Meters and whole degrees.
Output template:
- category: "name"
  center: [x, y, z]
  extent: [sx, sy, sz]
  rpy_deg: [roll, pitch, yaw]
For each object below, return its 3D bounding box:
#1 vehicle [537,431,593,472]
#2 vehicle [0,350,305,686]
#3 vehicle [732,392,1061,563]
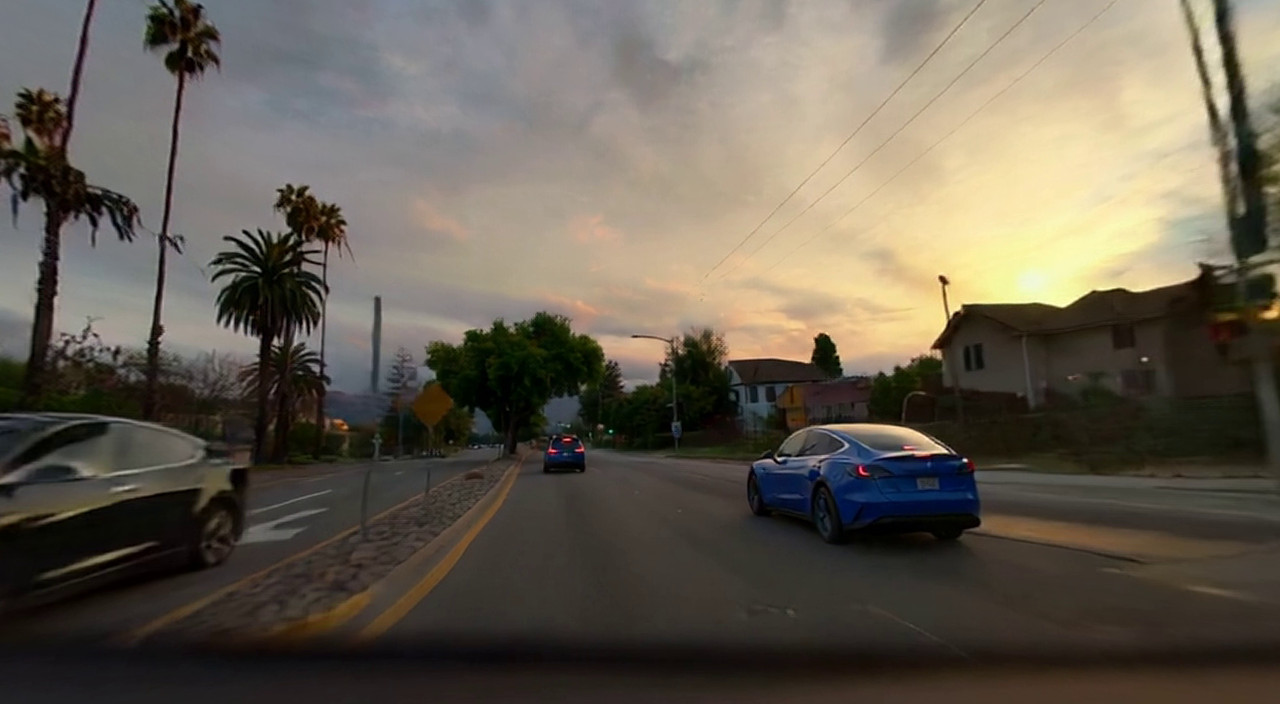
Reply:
- category: "vehicle"
  center: [-3.539, 4.597, 29.256]
  extent: [2.341, 1.709, 4.466]
  rpy_deg: [1, -9, -10]
- category: "vehicle"
  center: [-5.014, 1.203, 5.159]
  extent: [2.283, 1.878, 5.384]
  rpy_deg: [1, -9, -9]
- category: "vehicle"
  center: [3.178, 1.726, 9.431]
  extent: [2.205, 1.803, 5.135]
  rpy_deg: [0, -9, -7]
